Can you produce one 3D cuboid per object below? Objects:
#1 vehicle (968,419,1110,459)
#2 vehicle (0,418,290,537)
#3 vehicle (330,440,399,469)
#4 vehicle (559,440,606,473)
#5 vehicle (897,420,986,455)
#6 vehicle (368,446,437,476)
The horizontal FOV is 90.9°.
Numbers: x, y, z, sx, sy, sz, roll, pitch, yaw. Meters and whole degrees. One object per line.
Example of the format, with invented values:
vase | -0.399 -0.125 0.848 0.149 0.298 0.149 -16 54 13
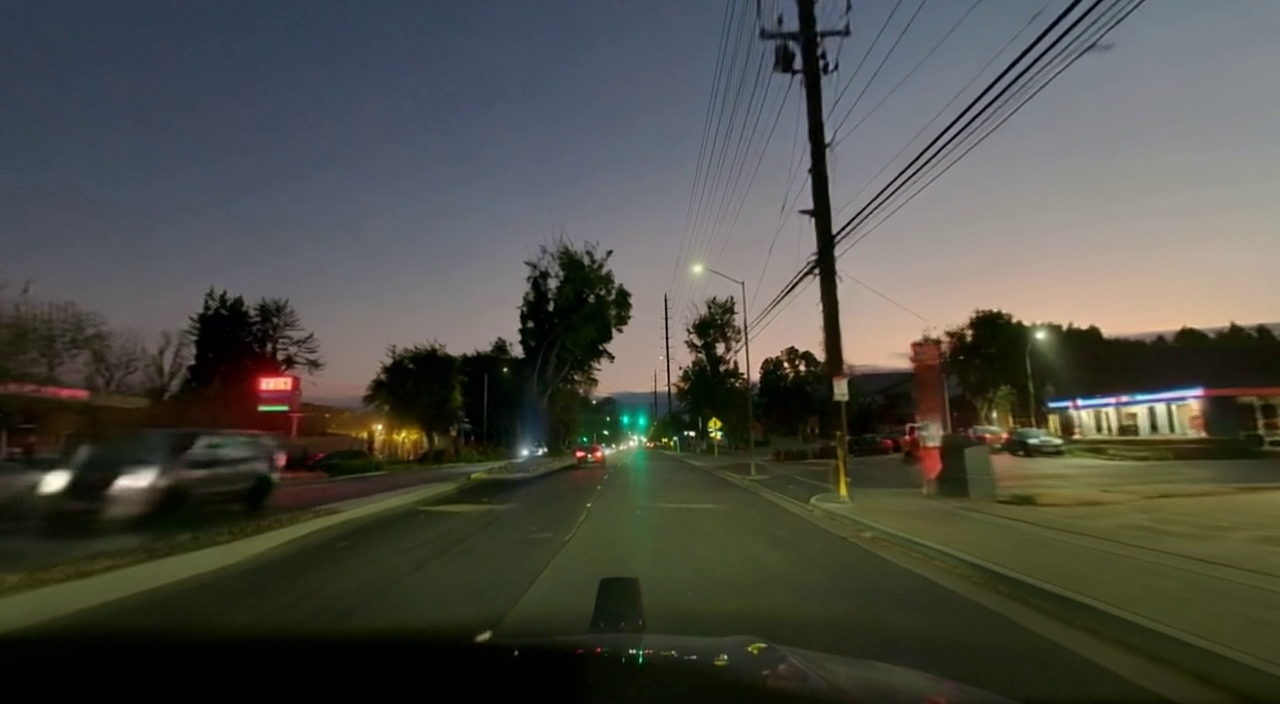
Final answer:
vehicle | 17.841 3.910 28.379 4.943 1.646 2.072 0 -8 -1
vehicle | -10.448 2.581 13.789 2.437 2.069 5.159 -1 -8 3
vehicle | -21.296 7.885 48.651 5.575 2.142 1.996 -6 -9 33
vehicle | -2.903 5.346 32.539 2.073 1.525 3.968 0 -8 0
vehicle | 18.178 5.173 38.332 2.020 1.972 4.983 2 -7 -16
vehicle | -13.696 6.290 36.638 2.091 1.538 4.451 -1 -8 3
